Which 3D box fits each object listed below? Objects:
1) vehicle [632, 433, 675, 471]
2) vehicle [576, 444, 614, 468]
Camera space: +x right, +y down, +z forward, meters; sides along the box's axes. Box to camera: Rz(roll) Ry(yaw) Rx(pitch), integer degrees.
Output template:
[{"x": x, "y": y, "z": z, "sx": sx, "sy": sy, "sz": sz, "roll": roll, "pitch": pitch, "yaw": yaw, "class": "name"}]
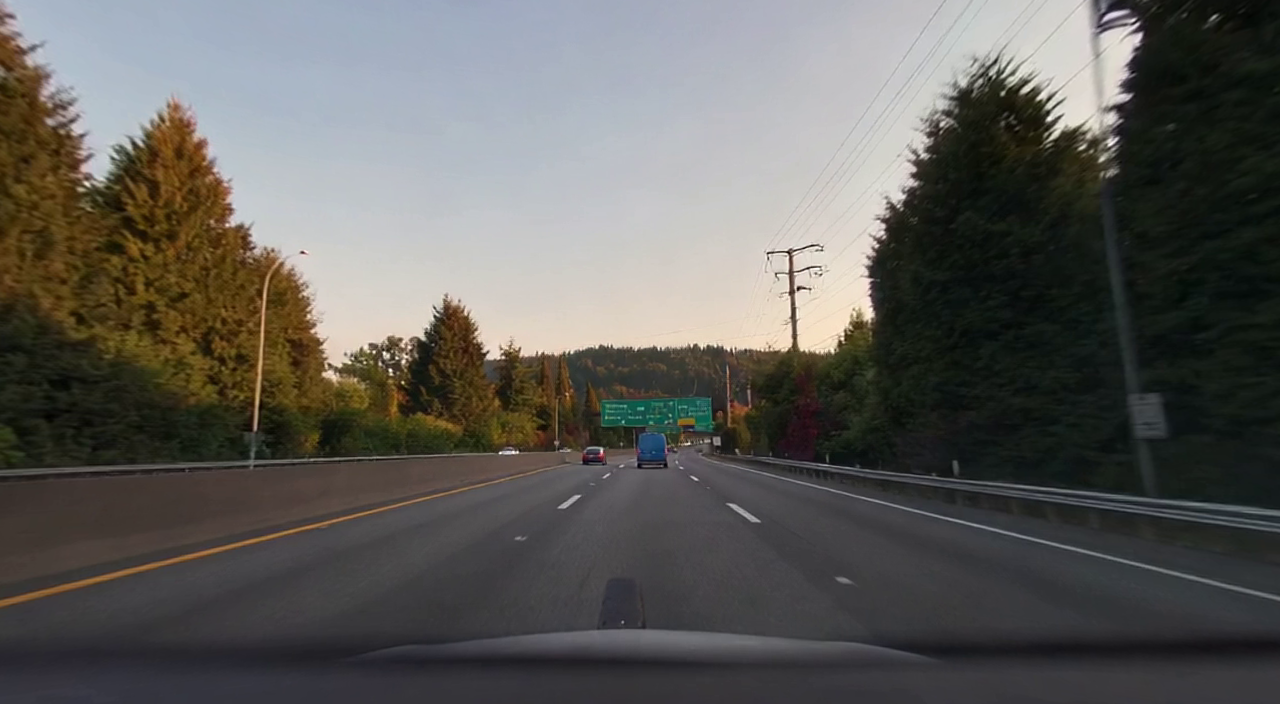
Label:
[{"x": 0.783, "y": 5.687, "z": 35.856, "sx": 2.261, "sy": 1.969, "sz": 5.104, "roll": 0, "pitch": -9, "yaw": 2, "class": "vehicle"}, {"x": -2.849, "y": 6.685, "z": 40.635, "sx": 1.996, "sy": 1.433, "sz": 4.316, "roll": 0, "pitch": -9, "yaw": 2, "class": "vehicle"}]
